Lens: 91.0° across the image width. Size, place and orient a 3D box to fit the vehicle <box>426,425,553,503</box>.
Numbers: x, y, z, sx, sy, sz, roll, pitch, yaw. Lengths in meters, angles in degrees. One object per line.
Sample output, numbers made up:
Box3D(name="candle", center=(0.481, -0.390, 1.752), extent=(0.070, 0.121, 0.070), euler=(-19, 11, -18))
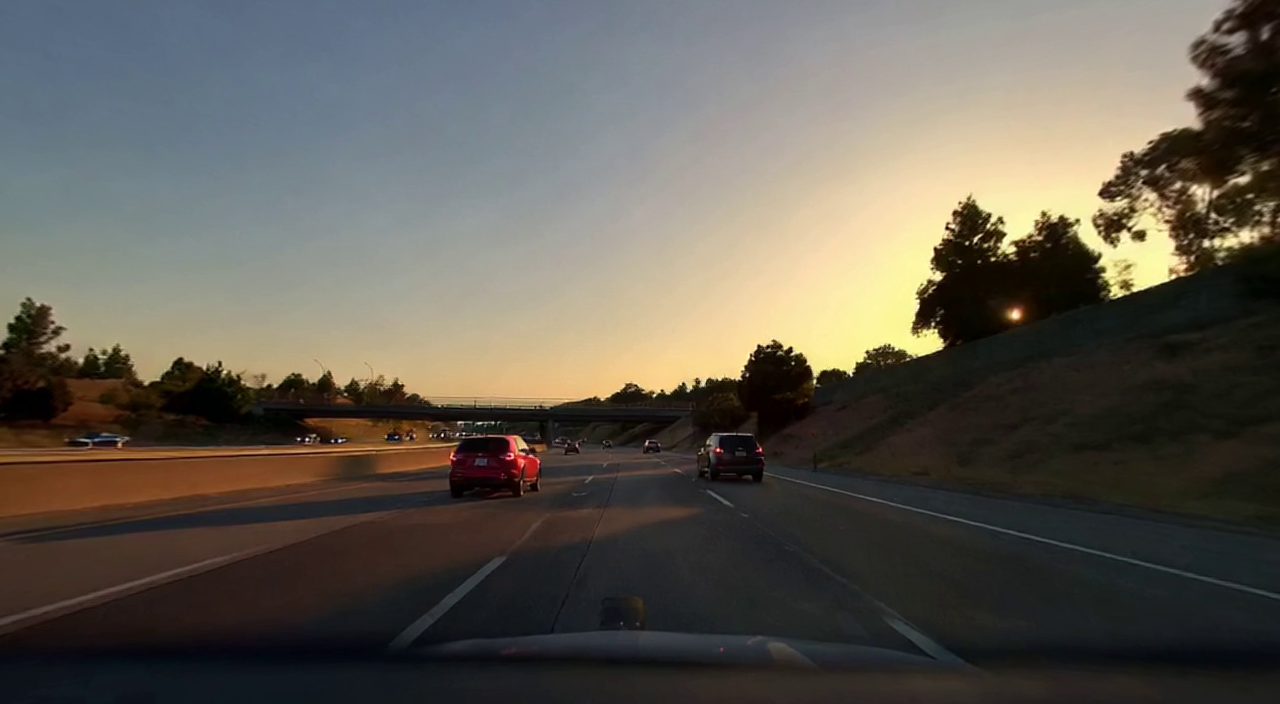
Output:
Box3D(name="vehicle", center=(-3.735, 2.881, 16.605), extent=(2.214, 1.743, 4.465), euler=(0, -9, 0))

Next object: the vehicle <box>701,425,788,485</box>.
Box3D(name="vehicle", center=(3.497, 3.592, 22.162), extent=(2.153, 1.860, 4.689), euler=(0, -9, -1))
